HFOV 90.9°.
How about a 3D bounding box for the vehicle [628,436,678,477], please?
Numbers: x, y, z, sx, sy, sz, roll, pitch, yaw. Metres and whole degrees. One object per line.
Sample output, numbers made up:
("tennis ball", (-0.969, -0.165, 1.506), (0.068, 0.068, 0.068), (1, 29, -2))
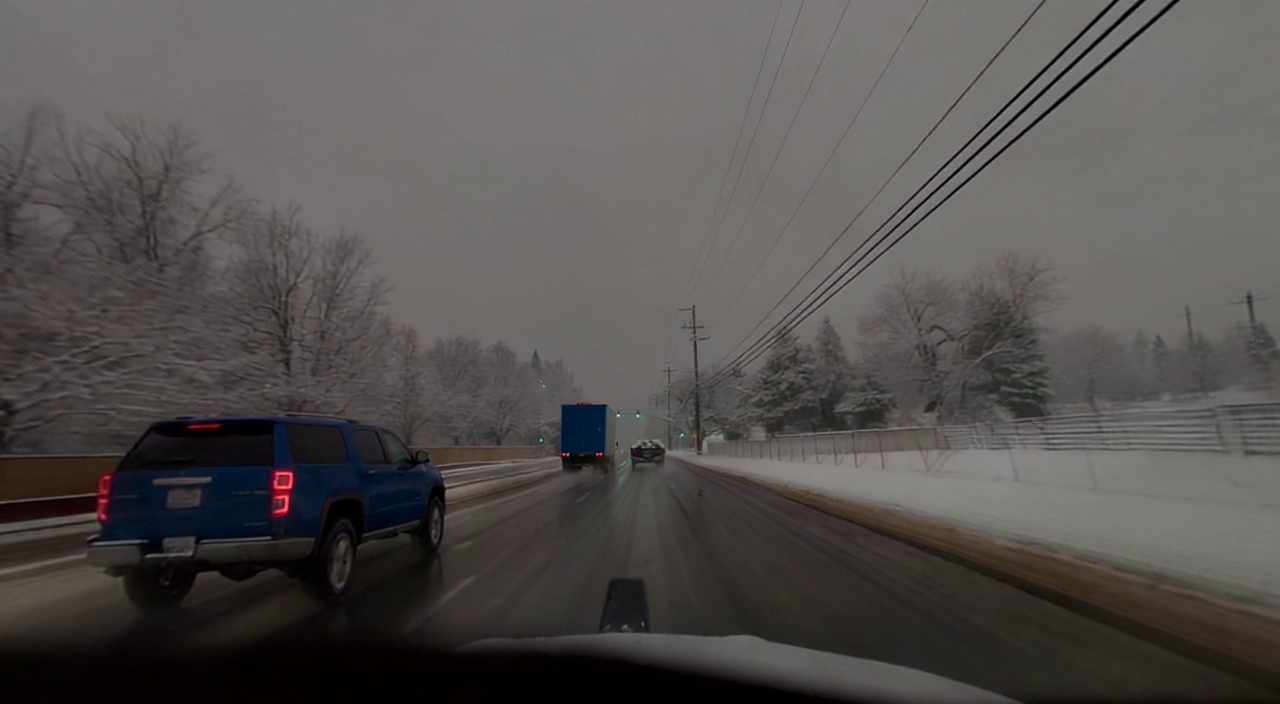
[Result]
("vehicle", (0.592, 4.885, 29.698), (2.174, 1.749, 4.113), (0, -9, 1))

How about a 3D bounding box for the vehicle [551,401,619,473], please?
("vehicle", (-2.991, 5.052, 36.939), (2.928, 3.658, 8.980), (0, -9, 1))

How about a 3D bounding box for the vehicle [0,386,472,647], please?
("vehicle", (-3.566, 1.508, 6.818), (2.093, 1.832, 4.508), (-1, -9, 2))
